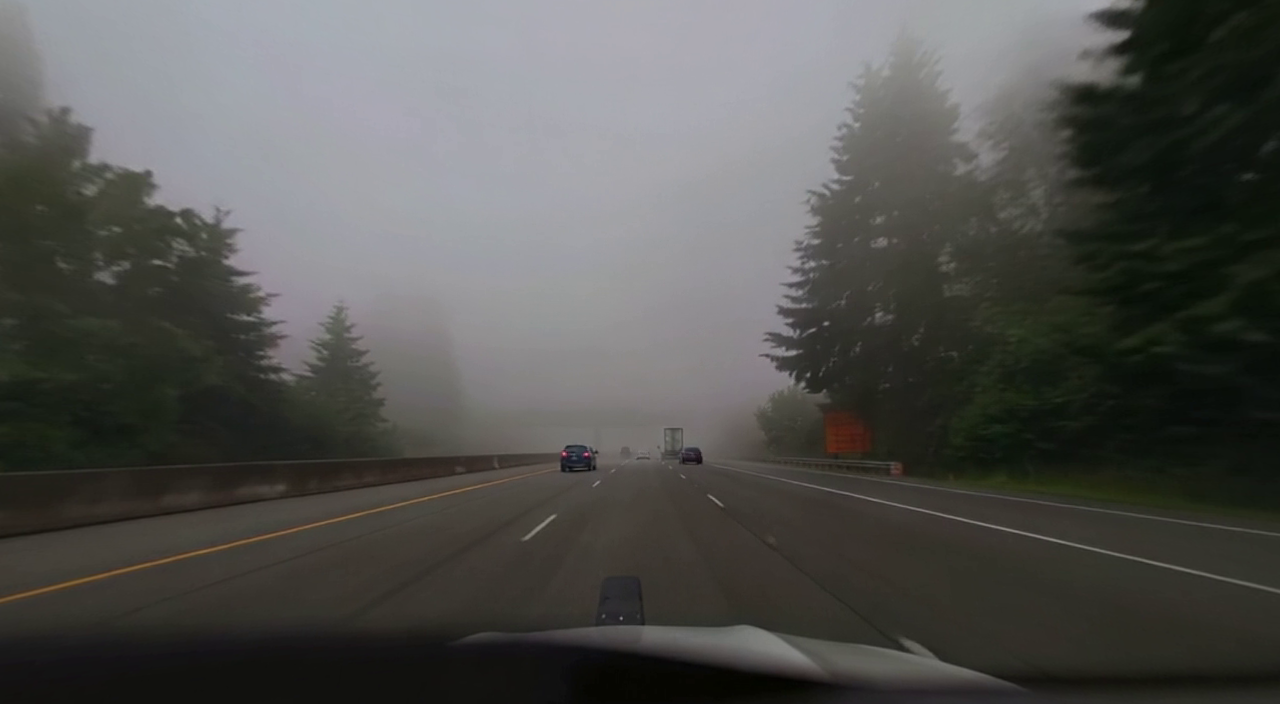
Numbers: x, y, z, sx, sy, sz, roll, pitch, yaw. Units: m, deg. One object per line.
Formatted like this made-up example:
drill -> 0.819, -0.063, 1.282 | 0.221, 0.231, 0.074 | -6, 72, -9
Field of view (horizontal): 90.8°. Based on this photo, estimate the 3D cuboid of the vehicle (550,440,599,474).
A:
vehicle -> -3.554, 5.822, 35.168 | 2.238, 1.792, 4.518 | 0, -9, 1
